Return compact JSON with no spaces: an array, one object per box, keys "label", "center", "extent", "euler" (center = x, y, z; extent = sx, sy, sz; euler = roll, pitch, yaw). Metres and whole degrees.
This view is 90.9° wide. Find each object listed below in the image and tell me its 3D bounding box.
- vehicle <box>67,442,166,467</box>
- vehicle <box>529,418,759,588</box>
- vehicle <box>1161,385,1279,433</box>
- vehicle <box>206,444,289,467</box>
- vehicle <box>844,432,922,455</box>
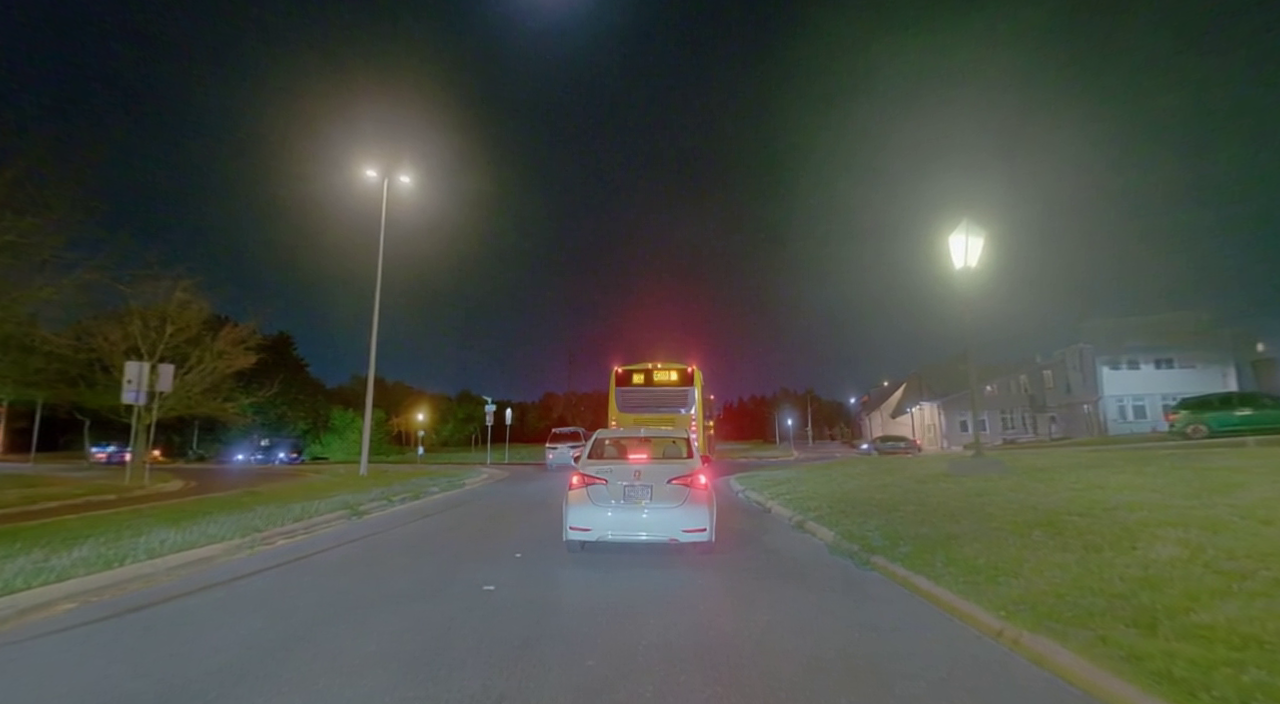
[{"label":"vehicle","center":[-32.054,6.280,38.723],"extent":[4.473,1.442,1.743],"euler":[7,-11,-38]},{"label":"vehicle","center":[0.060,1.624,7.581],"extent":[2.020,1.478,3.922],"euler":[0,-8,1]},{"label":"vehicle","center":[20.730,1.979,21.301],"extent":[1.781,1.458,4.359],"euler":[3,-9,-23]},{"label":"vehicle","center":[-25.949,6.869,41.842],"extent":[4.403,1.422,1.697],"euler":[4,-9,-26]},{"label":"vehicle","center":[15.755,5.939,40.827],"extent":[4.422,1.457,1.882],"euler":[-5,-10,29]}]
